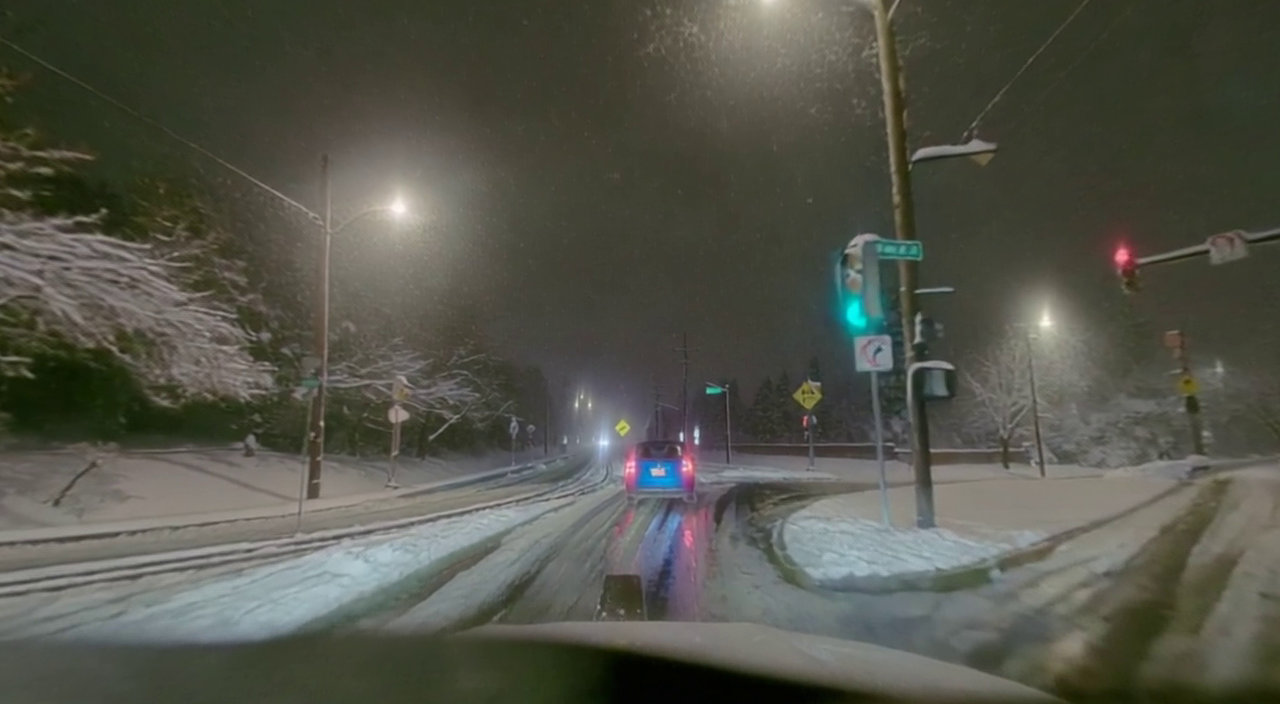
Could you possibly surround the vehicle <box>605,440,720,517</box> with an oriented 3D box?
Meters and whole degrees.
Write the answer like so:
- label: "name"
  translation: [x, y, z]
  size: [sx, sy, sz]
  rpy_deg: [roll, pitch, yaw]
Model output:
- label: "vehicle"
  translation: [0.549, 2.837, 14.782]
  size: [2.295, 1.510, 4.364]
  rpy_deg: [0, -8, 3]
